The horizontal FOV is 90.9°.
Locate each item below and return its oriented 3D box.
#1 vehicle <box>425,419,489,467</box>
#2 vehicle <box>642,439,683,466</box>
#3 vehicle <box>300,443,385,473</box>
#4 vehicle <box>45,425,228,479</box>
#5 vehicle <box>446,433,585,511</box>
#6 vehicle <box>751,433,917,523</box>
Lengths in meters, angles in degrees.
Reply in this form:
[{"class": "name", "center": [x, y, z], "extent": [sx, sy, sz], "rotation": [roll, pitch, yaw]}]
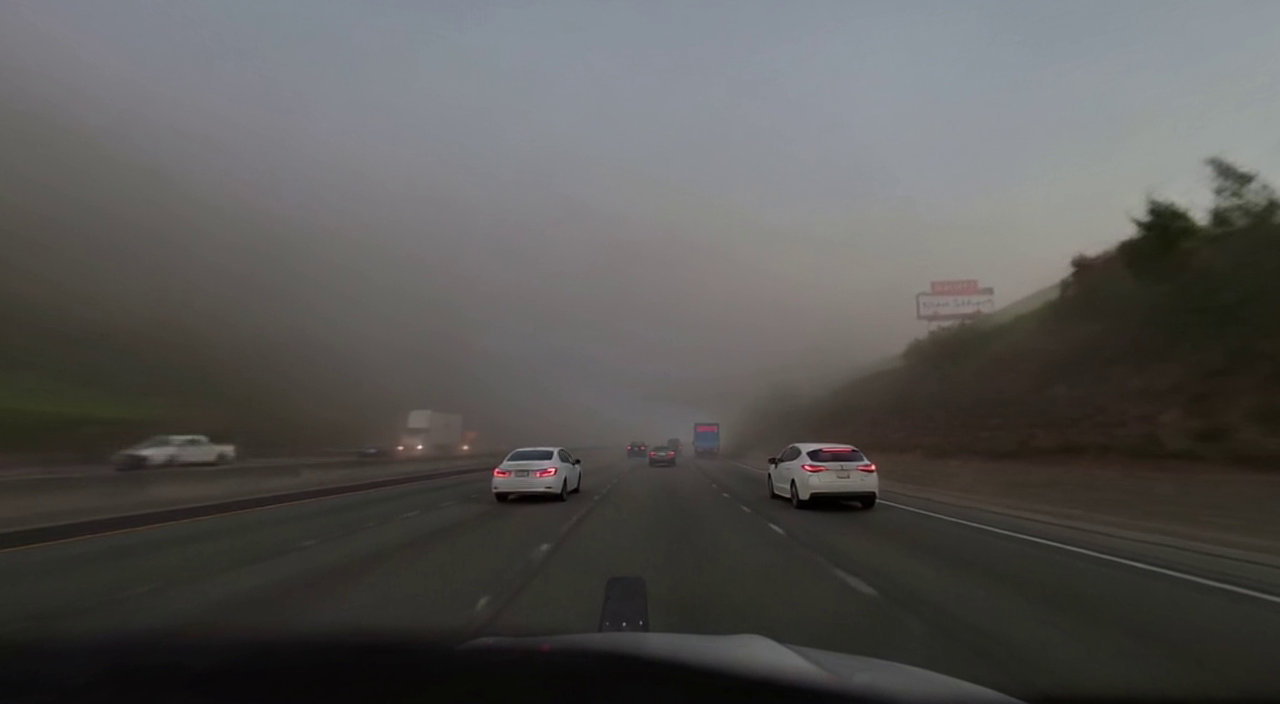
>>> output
[{"class": "vehicle", "center": [-10.637, 5.311, 36.800], "extent": [2.562, 2.559, 3.019], "rotation": [-4, -9, 7]}, {"class": "vehicle", "center": [1.302, 5.651, 35.616], "extent": [2.202, 1.467, 3.929], "rotation": [-1, -8, 3]}, {"class": "vehicle", "center": [-16.054, 5.722, 34.368], "extent": [2.140, 1.483, 4.828], "rotation": [-1, -8, 2]}, {"class": "vehicle", "center": [-19.657, 3.952, 25.181], "extent": [2.290, 1.837, 6.023], "rotation": [-2, -8, 1]}, {"class": "vehicle", "center": [-2.636, 2.679, 14.680], "extent": [2.031, 1.491, 4.792], "rotation": [-1, -8, 3]}, {"class": "vehicle", "center": [3.629, 2.422, 12.731], "extent": [2.013, 1.464, 4.317], "rotation": [0, -8, 1]}]
